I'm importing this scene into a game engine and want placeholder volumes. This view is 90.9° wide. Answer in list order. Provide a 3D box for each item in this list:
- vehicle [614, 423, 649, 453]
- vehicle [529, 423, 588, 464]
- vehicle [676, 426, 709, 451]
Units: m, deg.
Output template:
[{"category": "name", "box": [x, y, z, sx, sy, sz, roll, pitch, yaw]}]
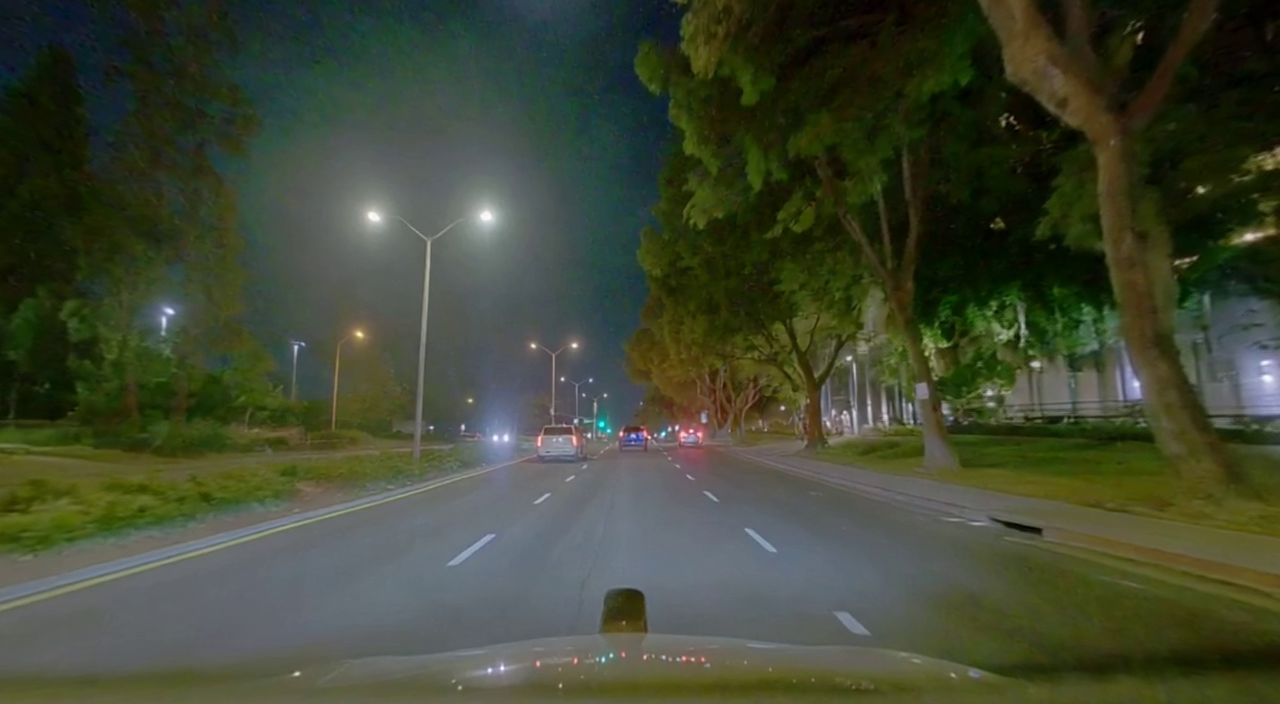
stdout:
[{"category": "vehicle", "box": [-0.494, 5.240, 38.144, 2.022, 1.700, 4.084, 0, -8, -1]}, {"category": "vehicle", "box": [-3.563, 4.138, 28.483, 2.047, 1.710, 4.314, 0, -8, 0]}, {"category": "vehicle", "box": [3.516, 5.902, 42.835, 1.847, 1.554, 4.052, 0, -8, -2]}]
